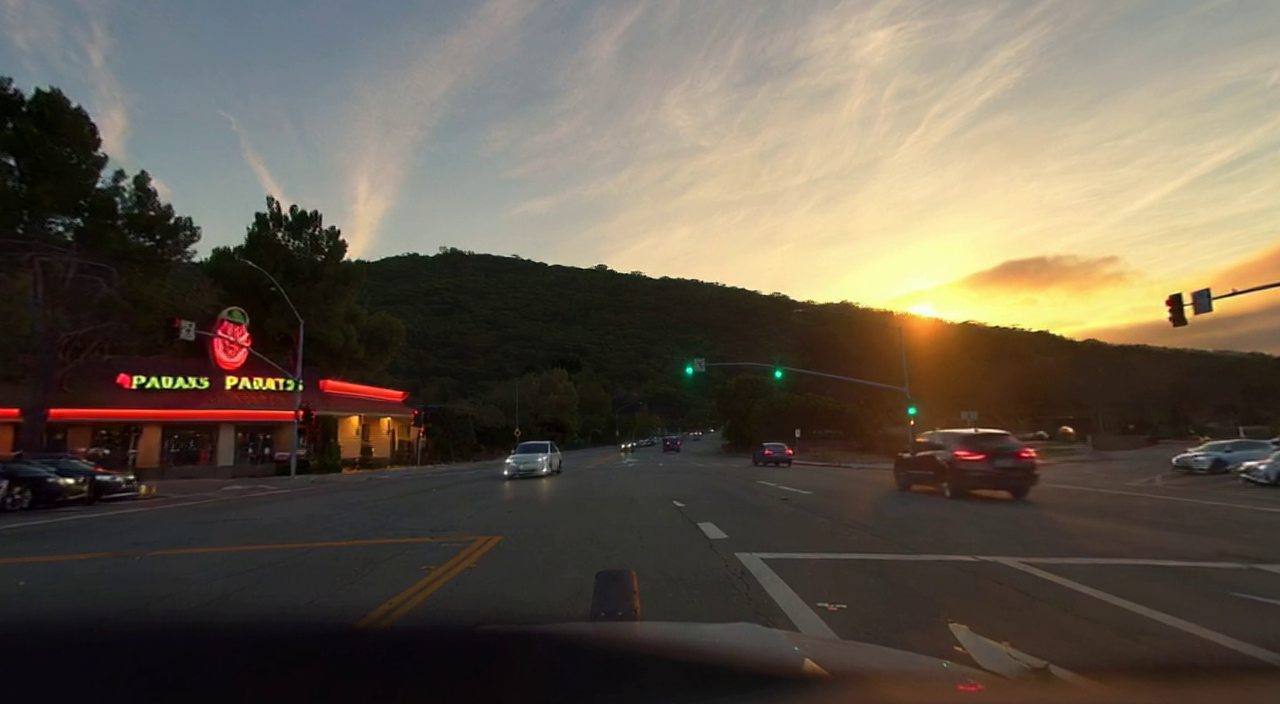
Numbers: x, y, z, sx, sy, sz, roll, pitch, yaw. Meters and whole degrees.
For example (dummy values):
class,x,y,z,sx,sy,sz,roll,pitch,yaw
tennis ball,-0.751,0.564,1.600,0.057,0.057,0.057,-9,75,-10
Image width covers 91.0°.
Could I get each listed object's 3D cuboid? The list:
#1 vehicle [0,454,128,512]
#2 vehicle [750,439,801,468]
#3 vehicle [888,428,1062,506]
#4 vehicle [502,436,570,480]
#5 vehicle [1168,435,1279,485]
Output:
class,x,y,z,sx,sy,sz,roll,pitch,yaw
vehicle,-19.790,4.210,20.476,4.440,1.748,2.033,0,-8,1
vehicle,9.147,6.898,42.866,2.273,1.839,4.218,1,-9,-4
vehicle,9.273,3.222,18.096,2.114,1.898,4.996,0,-9,-2
vehicle,-4.711,4.890,29.272,2.238,1.883,4.503,0,-9,2
vehicle,25.029,4.457,26.064,4.546,1.944,2.051,1,-9,-5
